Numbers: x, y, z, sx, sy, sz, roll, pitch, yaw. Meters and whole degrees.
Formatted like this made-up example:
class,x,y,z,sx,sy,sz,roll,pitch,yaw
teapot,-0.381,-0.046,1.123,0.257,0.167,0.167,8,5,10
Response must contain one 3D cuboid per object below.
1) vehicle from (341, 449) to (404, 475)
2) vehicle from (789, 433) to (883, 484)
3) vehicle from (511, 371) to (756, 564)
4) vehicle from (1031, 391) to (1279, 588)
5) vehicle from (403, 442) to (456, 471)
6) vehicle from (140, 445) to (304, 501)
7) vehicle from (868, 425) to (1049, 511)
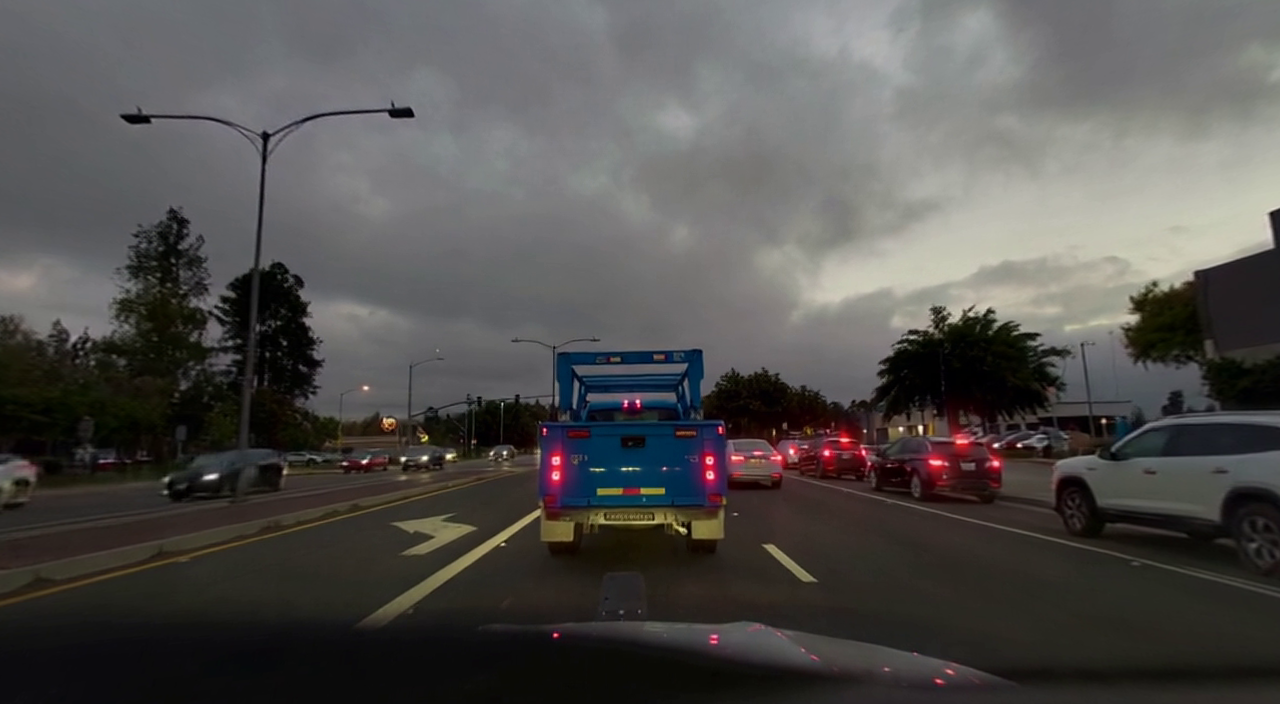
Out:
class,x,y,z,sx,sy,sz,roll,pitch,yaw
vehicle,-15.662,6.444,37.254,1.854,1.364,4.357,0,-9,0
vehicle,7.070,3.872,23.278,1.953,1.665,4.327,0,-9,-2
vehicle,-0.115,1.696,9.894,2.682,2.117,5.706,0,-9,-1
vehicle,6.828,1.442,7.019,2.023,1.771,4.488,0,-9,-1
vehicle,-12.107,6.027,36.490,1.781,1.558,3.688,0,-9,0
vehicle,-12.269,3.534,18.986,1.906,1.461,4.333,0,-9,1
vehicle,7.067,2.613,14.651,1.931,1.692,4.267,0,-9,0
